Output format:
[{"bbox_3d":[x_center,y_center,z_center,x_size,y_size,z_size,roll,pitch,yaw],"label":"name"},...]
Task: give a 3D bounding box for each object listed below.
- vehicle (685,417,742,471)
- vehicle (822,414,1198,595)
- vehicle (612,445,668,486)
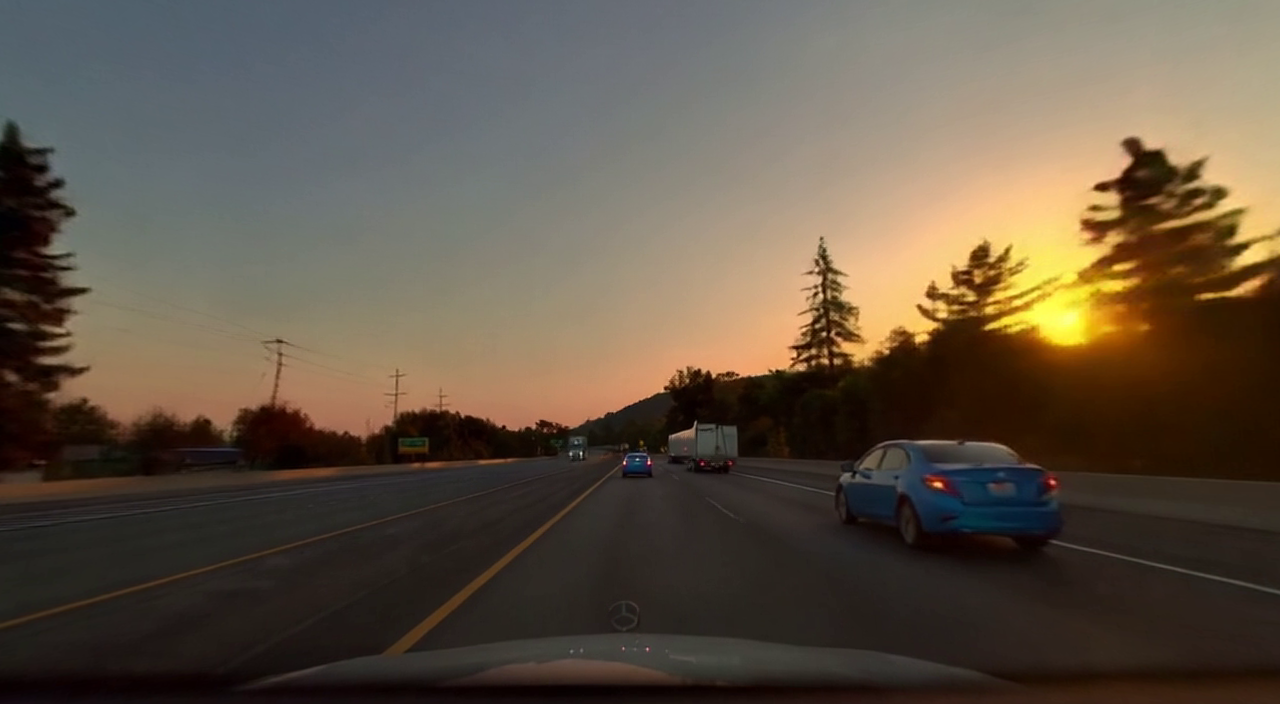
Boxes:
[{"bbox_3d":[4.683,6.116,41.481,2.791,3.201,7.145,0,-9,0],"label":"vehicle"},{"bbox_3d":[3.826,1.640,7.558,1.953,1.540,4.101,0,-9,-1],"label":"vehicle"},{"bbox_3d":[-0.006,4.508,25.247,2.066,1.490,3.759,0,-9,0],"label":"vehicle"}]
